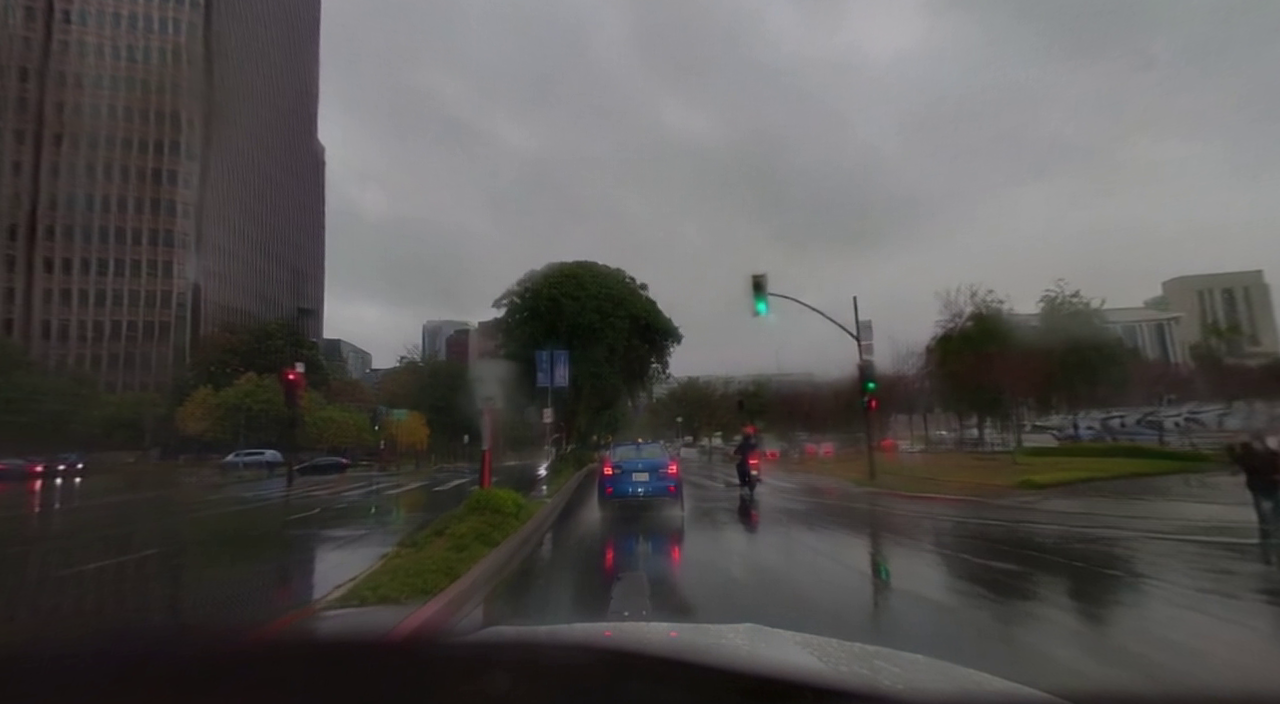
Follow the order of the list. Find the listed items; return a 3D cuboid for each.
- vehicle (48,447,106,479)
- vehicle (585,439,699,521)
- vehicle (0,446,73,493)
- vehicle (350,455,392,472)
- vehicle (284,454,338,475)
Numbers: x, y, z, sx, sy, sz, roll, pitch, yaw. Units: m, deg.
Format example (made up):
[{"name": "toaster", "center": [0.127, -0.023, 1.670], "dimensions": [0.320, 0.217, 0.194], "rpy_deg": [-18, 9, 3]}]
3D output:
[{"name": "vehicle", "center": [-41.113, 8.047, 45.960], "dimensions": [4.948, 2.124, 2.261], "rpy_deg": [-7, -11, 39]}, {"name": "vehicle", "center": [-0.023, 2.681, 13.729], "dimensions": [2.118, 1.480, 3.949], "rpy_deg": [0, -9, -2]}, {"name": "vehicle", "center": [-26.510, 4.831, 26.182], "dimensions": [4.653, 1.795, 2.163], "rpy_deg": [-3, -9, 17]}, {"name": "vehicle", "center": [-19.725, 8.168, 46.233], "dimensions": [1.259, 1.181, 2.744], "rpy_deg": [-3, -9, 20]}, {"name": "vehicle", "center": [-21.924, 7.511, 42.100], "dimensions": [1.433, 1.269, 2.779], "rpy_deg": [-5, -10, 30]}]
